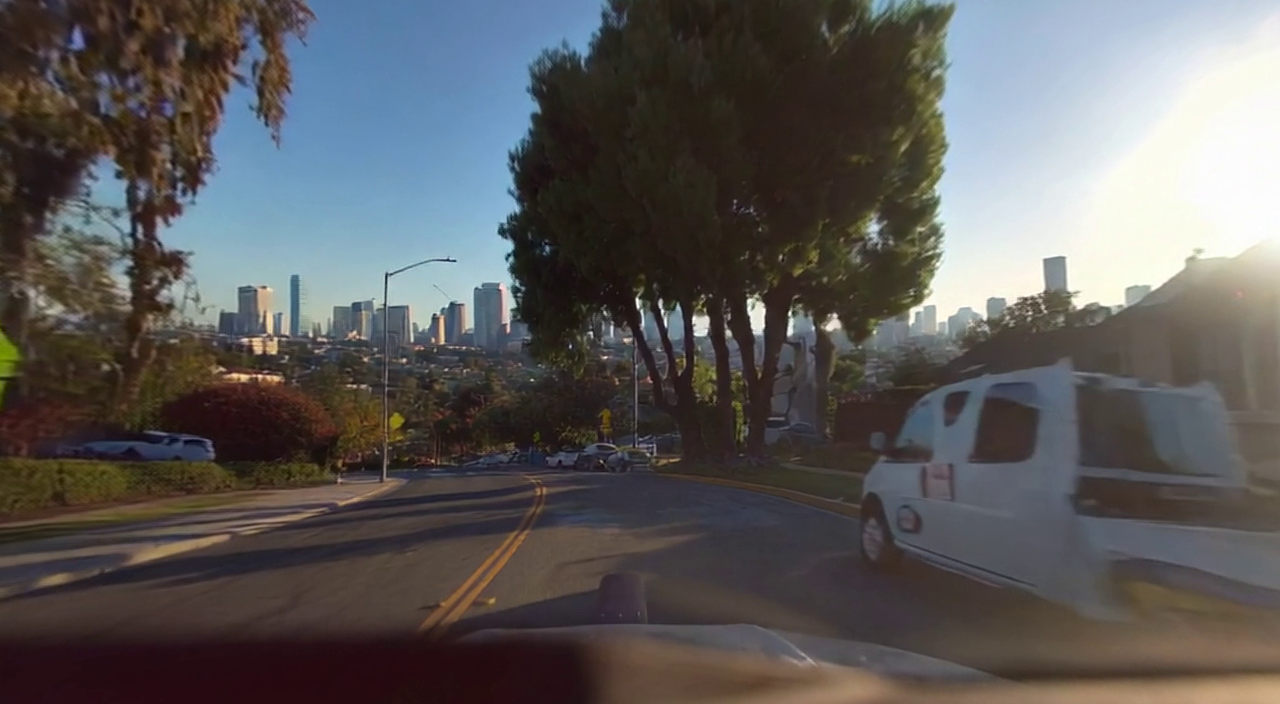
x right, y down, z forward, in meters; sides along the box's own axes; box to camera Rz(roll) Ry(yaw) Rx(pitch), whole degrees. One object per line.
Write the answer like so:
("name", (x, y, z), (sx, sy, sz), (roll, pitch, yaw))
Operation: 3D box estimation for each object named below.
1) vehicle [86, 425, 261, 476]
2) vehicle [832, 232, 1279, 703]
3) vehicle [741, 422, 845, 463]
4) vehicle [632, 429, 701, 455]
("vehicle", (-16.251, 3.447, 22.280), (4.464, 1.681, 1.906), (1, -8, -11))
("vehicle", (2.959, 0.738, 3.053), (2.180, 1.849, 5.423), (0, -8, -2))
("vehicle", (7.355, 4.349, 30.517), (4.416, 1.855, 2.060), (2, -9, -19))
("vehicle", (1.901, 6.444, 45.237), (4.583, 1.710, 1.858), (2, -9, -20))
